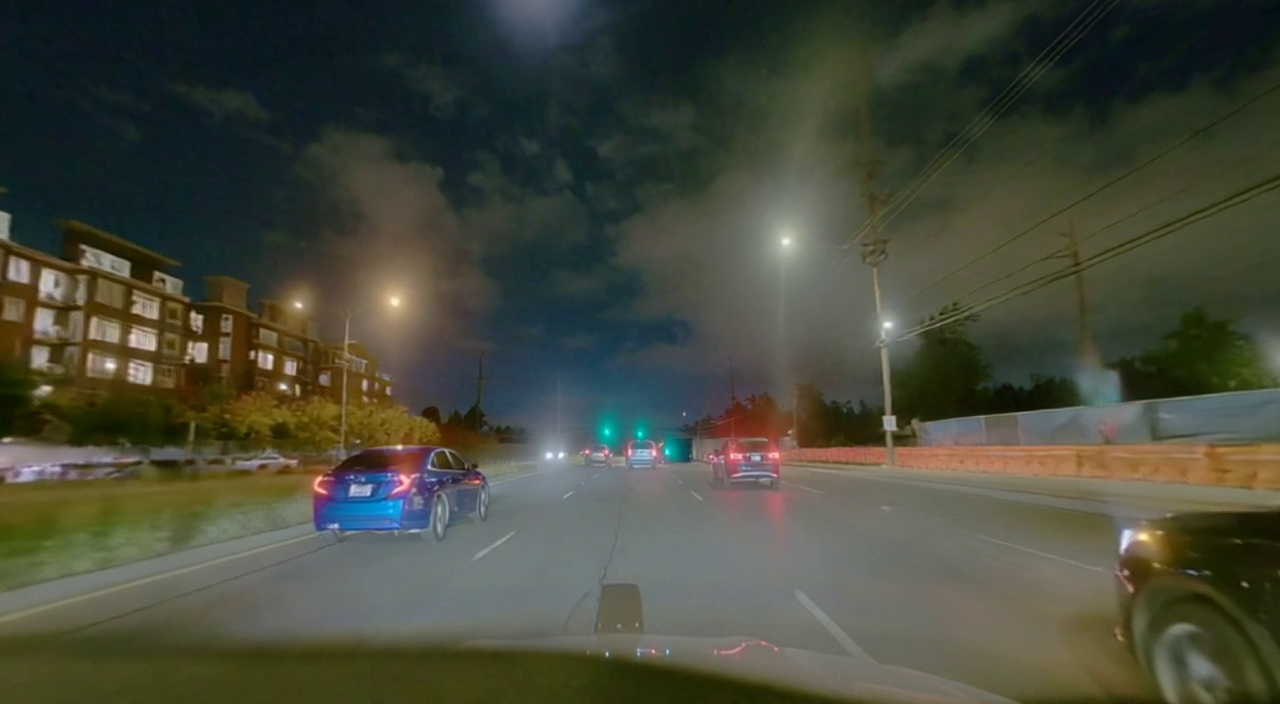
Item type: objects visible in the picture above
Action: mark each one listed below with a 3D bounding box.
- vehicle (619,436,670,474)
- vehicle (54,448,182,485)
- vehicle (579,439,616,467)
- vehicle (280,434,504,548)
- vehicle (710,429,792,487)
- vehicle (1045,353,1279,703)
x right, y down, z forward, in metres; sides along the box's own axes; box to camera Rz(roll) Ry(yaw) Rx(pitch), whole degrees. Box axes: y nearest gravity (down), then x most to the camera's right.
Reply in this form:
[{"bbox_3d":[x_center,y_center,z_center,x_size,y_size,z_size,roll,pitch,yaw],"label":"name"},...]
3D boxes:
[{"bbox_3d":[0.219,5.051,31.140,2.291,1.714,4.217,0,-8,0],"label":"vehicle"},{"bbox_3d":[-35.848,7.830,43.558,6.501,2.400,2.366,0,-8,-2],"label":"vehicle"},{"bbox_3d":[-2.937,7.130,44.858,2.190,1.832,4.417,-1,-8,1],"label":"vehicle"},{"bbox_3d":[-3.742,2.153,10.509,1.968,1.473,4.209,0,-8,1],"label":"vehicle"},{"bbox_3d":[3.727,3.646,22.071,2.029,1.797,4.218,0,-8,-1],"label":"vehicle"},{"bbox_3d":[3.312,0.693,1.546,1.975,1.598,4.025,-1,-8,1],"label":"vehicle"}]
